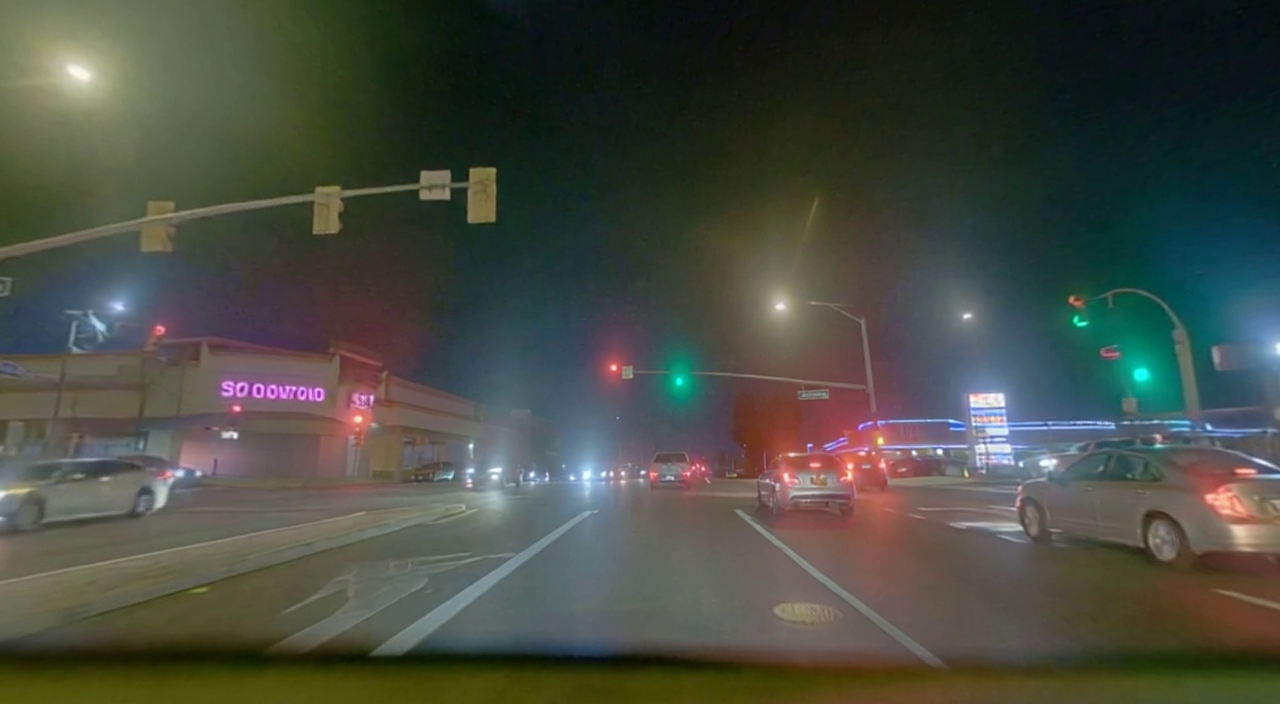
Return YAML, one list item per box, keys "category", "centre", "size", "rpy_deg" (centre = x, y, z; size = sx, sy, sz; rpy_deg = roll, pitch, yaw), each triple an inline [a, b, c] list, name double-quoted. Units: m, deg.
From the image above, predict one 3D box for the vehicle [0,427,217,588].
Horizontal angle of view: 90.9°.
- category: "vehicle"
  centre: [-7.861, 1.832, 7.815]
  size: [1.995, 1.718, 4.442]
  rpy_deg: [0, -8, 2]

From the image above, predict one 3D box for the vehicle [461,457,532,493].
- category: "vehicle"
  centre: [-6.774, 5.842, 30.366]
  size: [1.993, 1.491, 4.673]
  rpy_deg: [-1, -8, 5]

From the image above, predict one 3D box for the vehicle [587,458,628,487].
- category: "vehicle"
  centre: [-2.115, 8.037, 42.359]
  size: [2.041, 1.494, 4.647]
  rpy_deg: [-3, -6, 5]

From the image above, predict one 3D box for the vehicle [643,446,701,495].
- category: "vehicle"
  centre: [1.394, 4.897, 26.622]
  size: [2.210, 1.861, 4.280]
  rpy_deg: [-1, -8, 4]

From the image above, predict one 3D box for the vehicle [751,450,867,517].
- category: "vehicle"
  centre: [4.304, 3.384, 16.896]
  size: [1.963, 1.484, 4.609]
  rpy_deg: [0, -8, 2]

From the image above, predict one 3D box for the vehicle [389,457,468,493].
- category: "vehicle"
  centre: [-10.367, 6.044, 31.310]
  size: [1.938, 1.506, 4.771]
  rpy_deg: [-1, -8, 5]

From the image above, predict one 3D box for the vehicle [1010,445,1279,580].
- category: "vehicle"
  centre: [7.746, 2.109, 9.282]
  size: [1.911, 1.466, 4.572]
  rpy_deg: [0, -8, 2]

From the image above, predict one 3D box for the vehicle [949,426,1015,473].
- category: "vehicle"
  centre: [20.129, 5.720, 37.015]
  size: [2.521, 2.491, 5.455]
  rpy_deg: [-7, -11, 35]

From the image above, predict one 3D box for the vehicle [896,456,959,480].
- category: "vehicle"
  centre: [18.981, 7.605, 41.528]
  size: [4.373, 1.399, 2.052]
  rpy_deg: [7, -11, -41]

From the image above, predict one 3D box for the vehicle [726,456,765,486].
- category: "vehicle"
  centre: [6.751, 7.619, 40.780]
  size: [2.036, 1.719, 4.318]
  rpy_deg: [-1, -8, 4]
